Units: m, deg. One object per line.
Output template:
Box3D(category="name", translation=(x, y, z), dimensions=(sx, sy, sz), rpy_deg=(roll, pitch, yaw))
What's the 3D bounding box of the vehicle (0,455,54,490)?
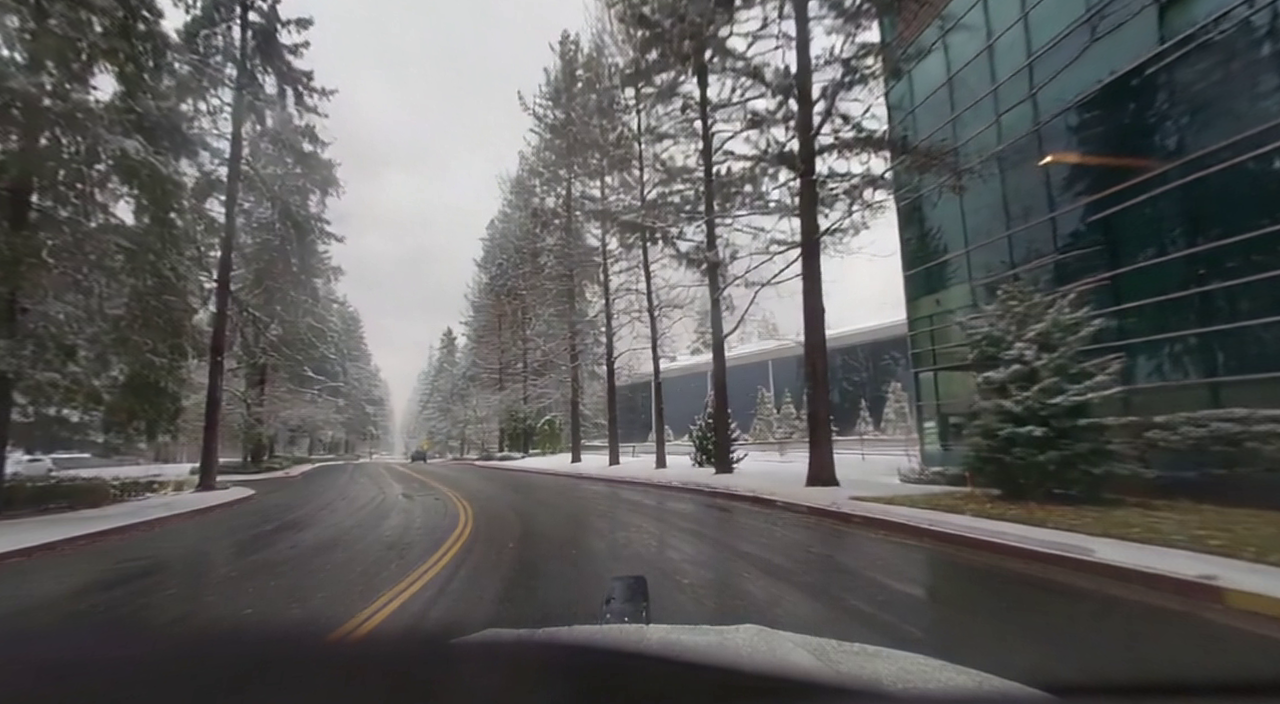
Box3D(category="vehicle", translation=(-33.828, 6.388, 33.689), dimensions=(1.929, 1.650, 4.638), rpy_deg=(3, -9, -21))
